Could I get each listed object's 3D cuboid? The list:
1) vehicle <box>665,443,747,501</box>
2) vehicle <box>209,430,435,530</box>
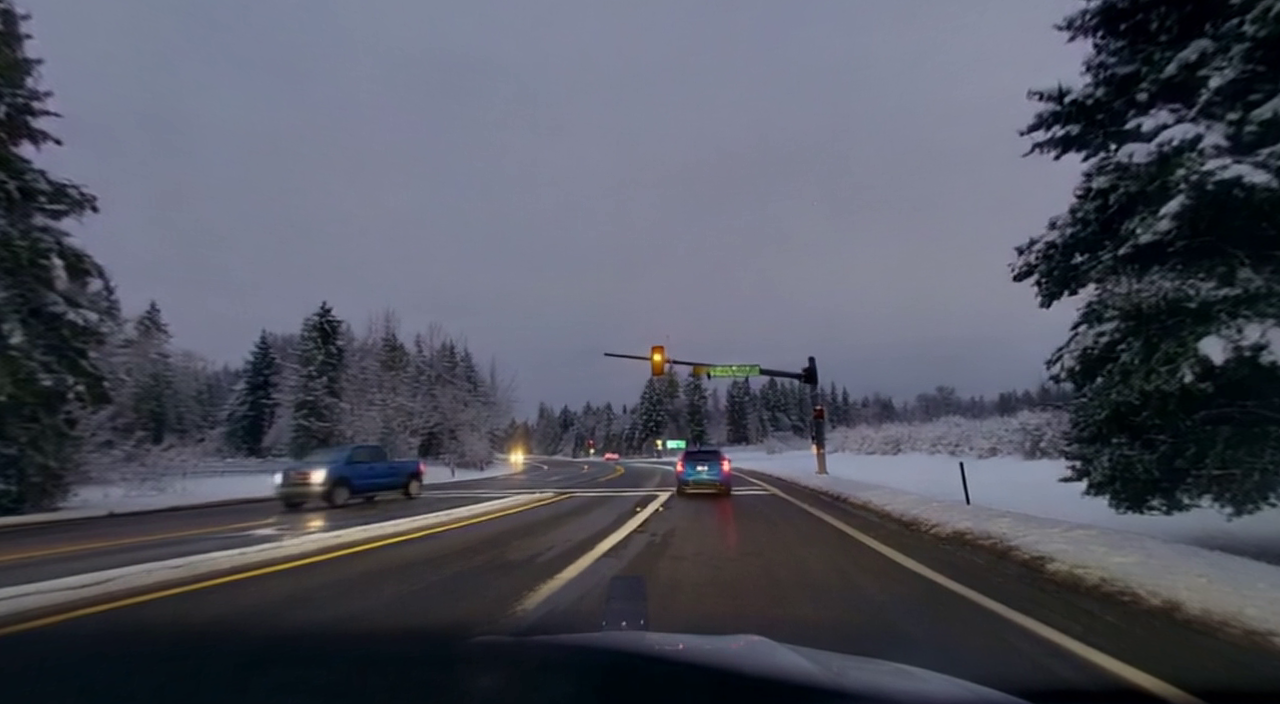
[{"bbox_3d":[1.912,3.536,19.028,2.148,1.521,4.089,-1,-8,4],"label":"vehicle"},{"bbox_3d":[-7.147,2.908,15.075,2.150,1.927,5.209,-2,-8,8],"label":"vehicle"}]
